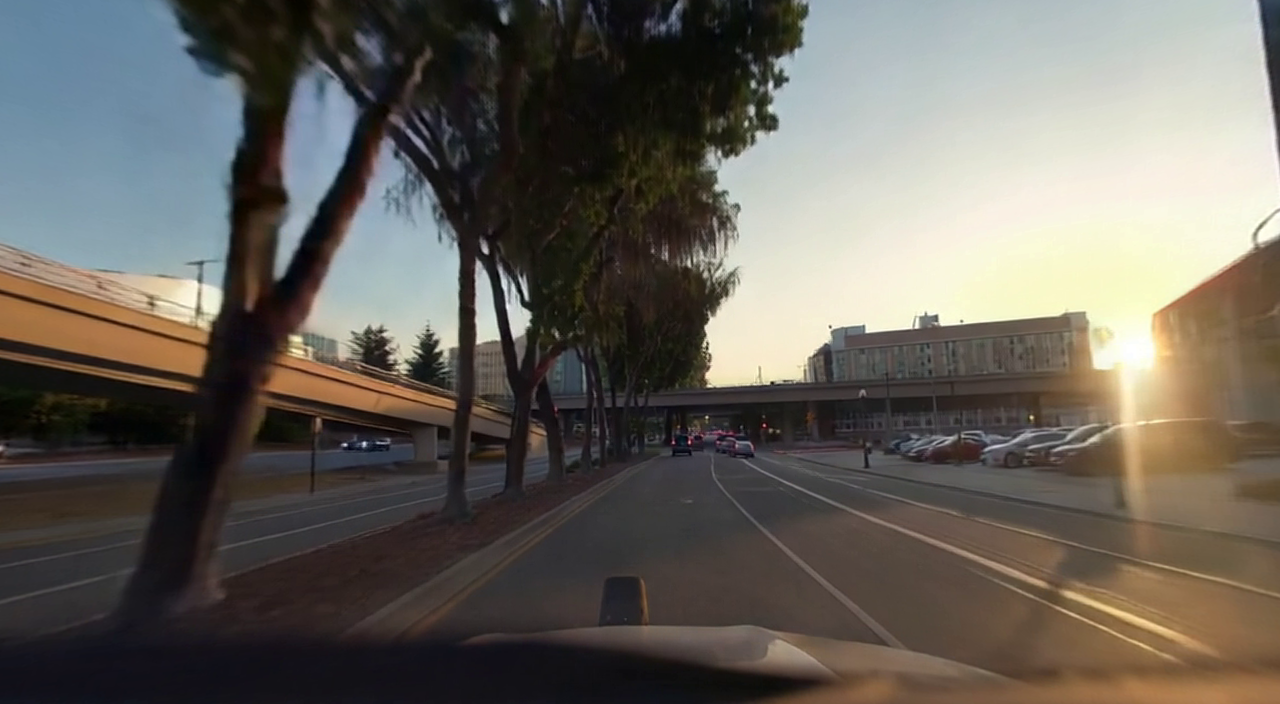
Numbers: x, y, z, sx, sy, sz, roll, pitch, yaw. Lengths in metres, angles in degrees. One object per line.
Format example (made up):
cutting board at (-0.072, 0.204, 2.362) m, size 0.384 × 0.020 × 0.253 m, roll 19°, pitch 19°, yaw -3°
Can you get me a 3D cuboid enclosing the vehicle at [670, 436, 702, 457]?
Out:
vehicle at (3.514, 7.100, 47.539) m, size 2.280 × 1.475 × 4.051 m, roll -1°, pitch -8°, yaw 6°
